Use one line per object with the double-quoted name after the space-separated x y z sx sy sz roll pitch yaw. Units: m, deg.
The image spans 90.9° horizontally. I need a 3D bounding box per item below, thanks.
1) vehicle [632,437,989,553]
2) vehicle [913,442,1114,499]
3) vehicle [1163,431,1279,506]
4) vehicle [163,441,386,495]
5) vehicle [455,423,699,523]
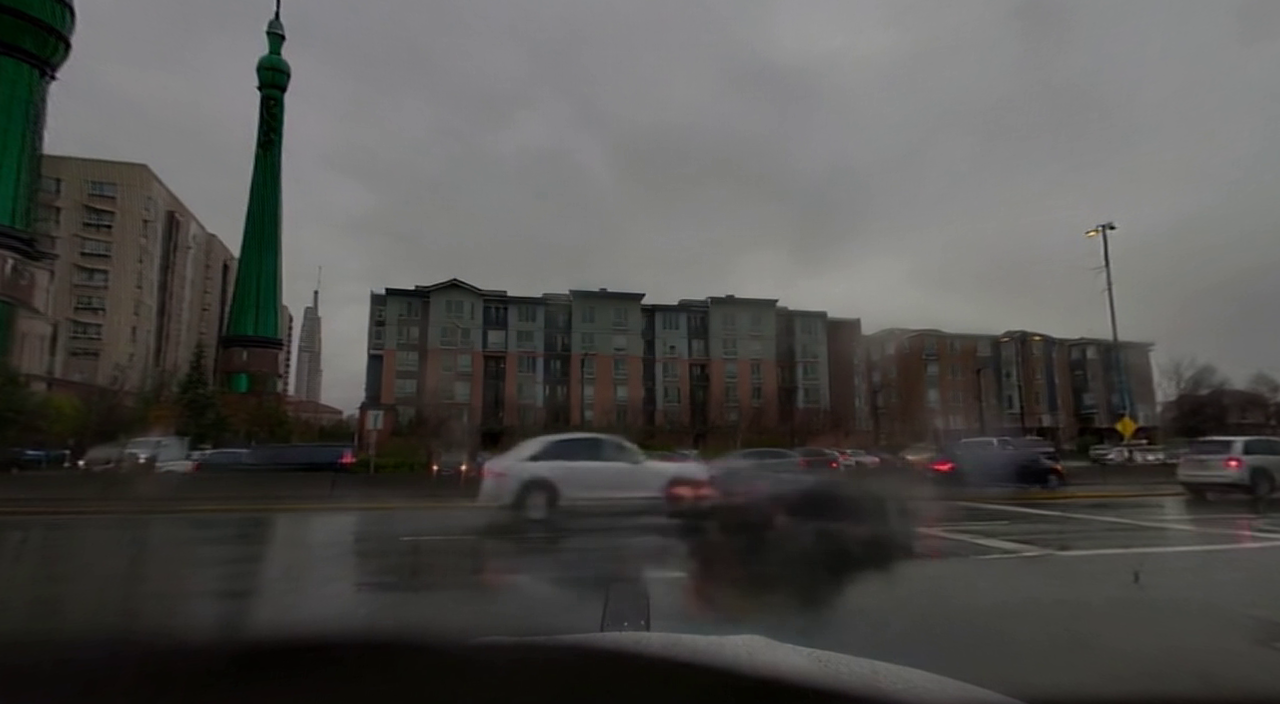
2.381 2.023 9.457 4.710 1.444 2.041 2 -9 -11 "vehicle"
10.530 3.301 17.891 4.795 1.465 1.882 2 -9 -12 "vehicle"
15.817 2.885 15.870 4.011 1.697 1.857 2 -9 -13 "vehicle"
-10.666 3.423 18.818 5.371 1.488 1.763 2 -9 -10 "vehicle"
-1.233 2.271 12.173 4.284 1.692 2.031 2 -9 -11 "vehicle"
